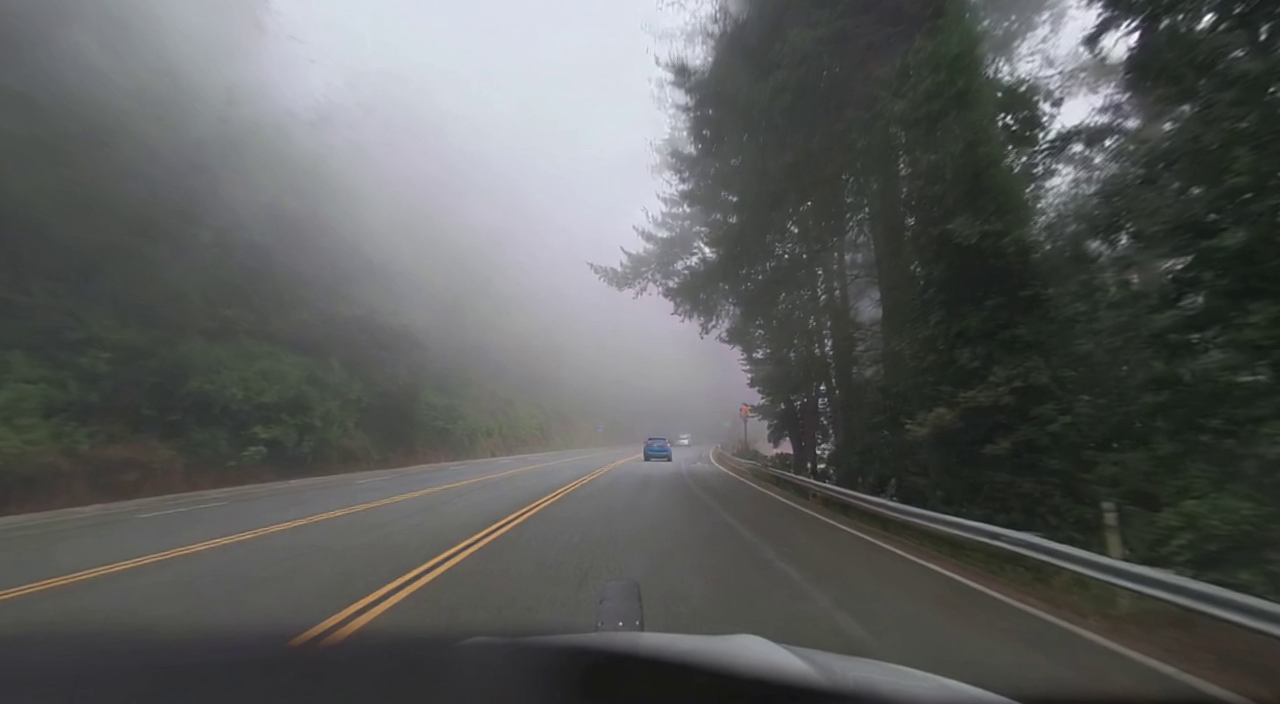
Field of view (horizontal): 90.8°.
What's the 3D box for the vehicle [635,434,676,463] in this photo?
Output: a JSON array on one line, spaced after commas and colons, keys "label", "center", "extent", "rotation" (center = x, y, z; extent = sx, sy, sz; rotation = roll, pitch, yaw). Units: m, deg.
[{"label": "vehicle", "center": [0.989, 5.901, 38.669], "extent": [2.294, 1.708, 4.110], "rotation": [-1, -8, 4]}]
